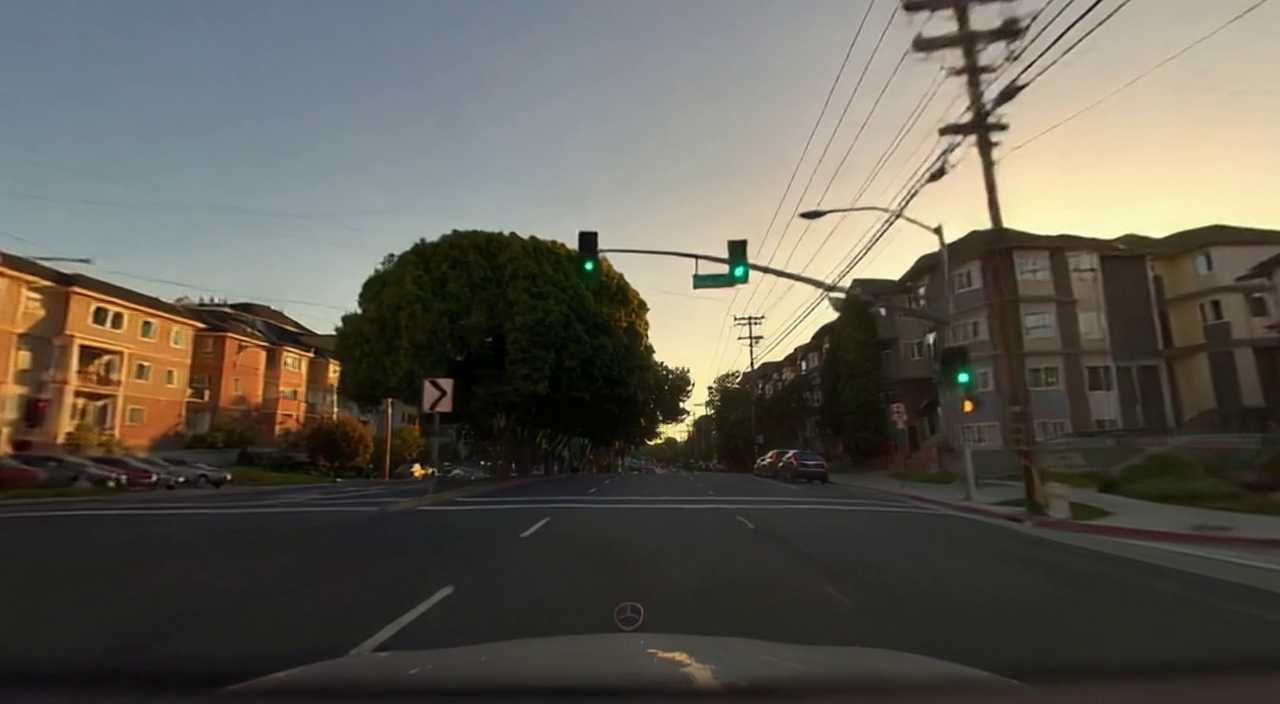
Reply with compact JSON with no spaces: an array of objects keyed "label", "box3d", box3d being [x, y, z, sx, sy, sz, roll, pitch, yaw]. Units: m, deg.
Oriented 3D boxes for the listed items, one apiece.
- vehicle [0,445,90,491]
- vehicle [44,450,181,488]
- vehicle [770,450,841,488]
[{"label":"vehicle","box3d":[-28.640,5.400,29.464,1.974,1.961,4.570,-1,-9,-5]},{"label":"vehicle","box3d":[-28.845,6.397,34.625,5.409,1.929,2.410,-1,-8,2]},{"label":"vehicle","box3d":[7.317,5.196,28.386,1.875,1.481,4.434,0,-8,-1]}]
